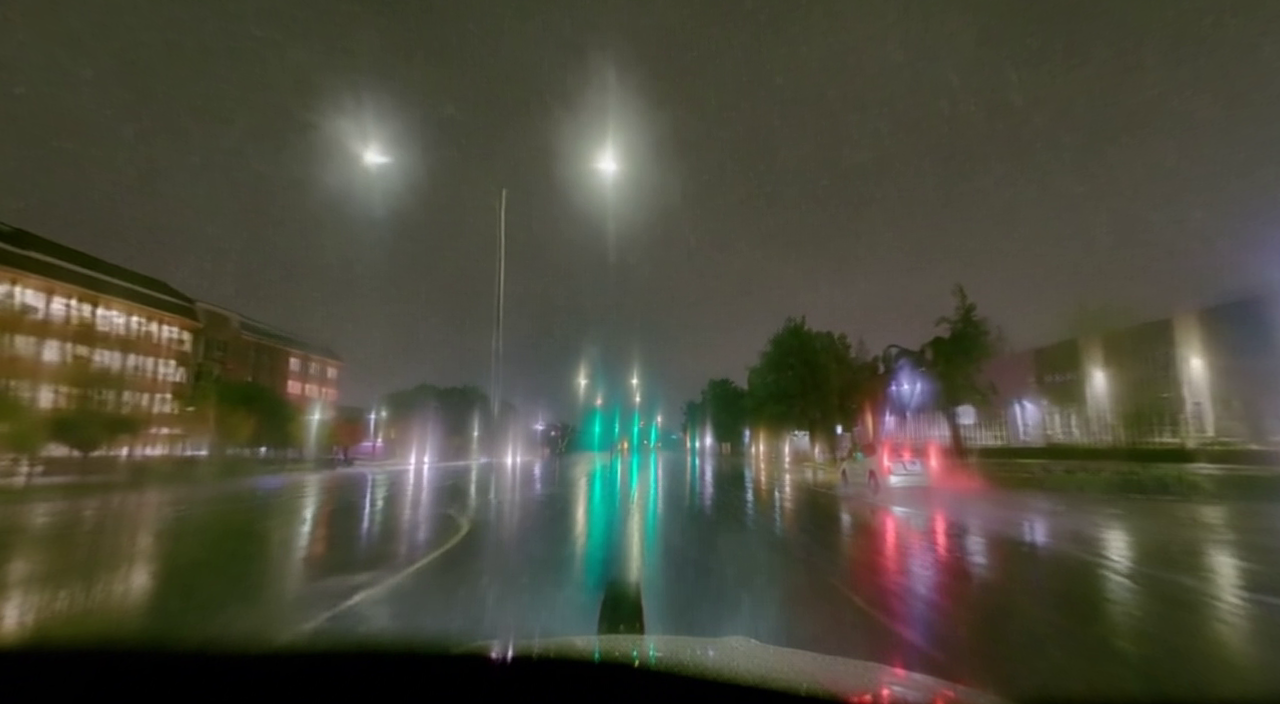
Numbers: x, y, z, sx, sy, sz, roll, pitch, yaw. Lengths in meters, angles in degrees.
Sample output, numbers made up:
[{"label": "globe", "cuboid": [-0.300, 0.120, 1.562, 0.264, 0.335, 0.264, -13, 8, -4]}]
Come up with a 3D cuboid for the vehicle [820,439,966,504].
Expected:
[{"label": "vehicle", "cuboid": [6.629, 3.158, 17.226, 1.913, 1.504, 4.738, 0, -9, -1]}]
